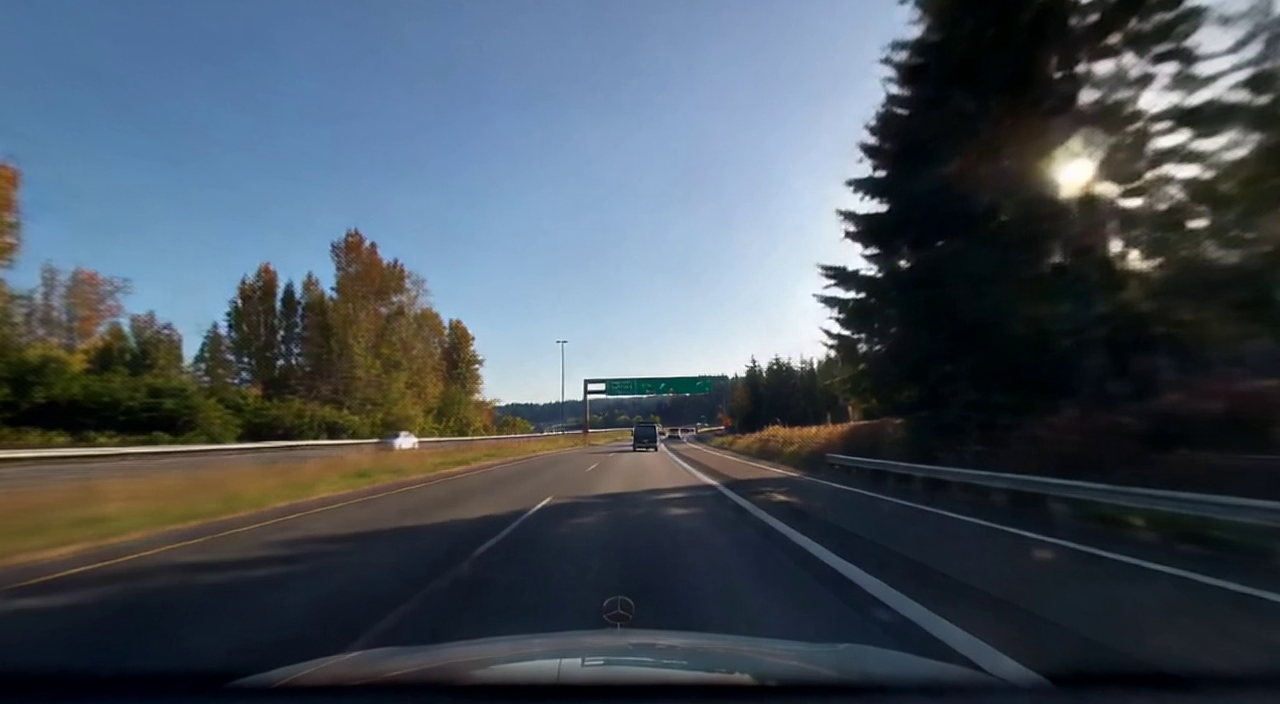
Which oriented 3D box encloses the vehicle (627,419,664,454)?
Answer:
[{"bbox_3d":[0.322,5.916,44.215,2.450,2.314,4.753,0,-8,0],"label":"vehicle"}]
